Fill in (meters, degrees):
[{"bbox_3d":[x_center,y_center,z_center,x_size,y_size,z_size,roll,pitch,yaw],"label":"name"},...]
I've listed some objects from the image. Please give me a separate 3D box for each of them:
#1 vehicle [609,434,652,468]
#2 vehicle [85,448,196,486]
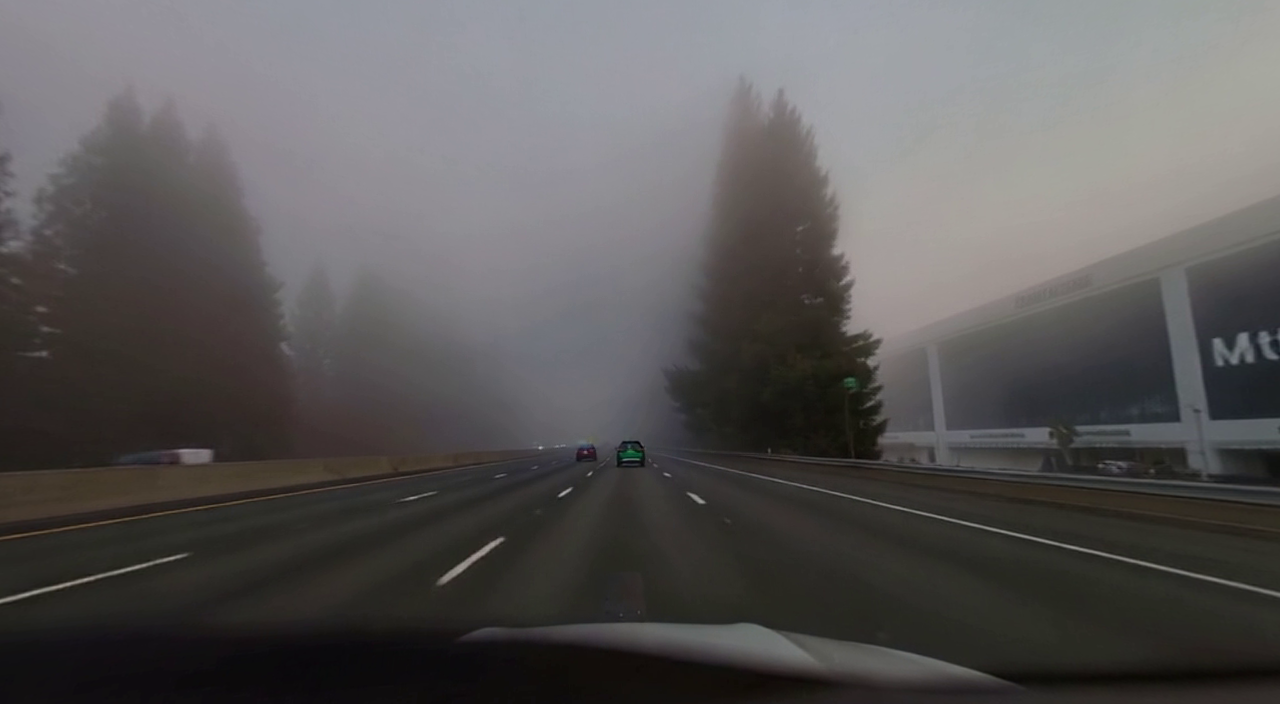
[{"bbox_3d":[-0.571,5.703,36.360,2.302,1.810,4.707,0,-8,-1],"label":"vehicle"},{"bbox_3d":[-27.165,6.216,34.466,2.288,1.842,4.610,0,-8,-1],"label":"vehicle"}]
